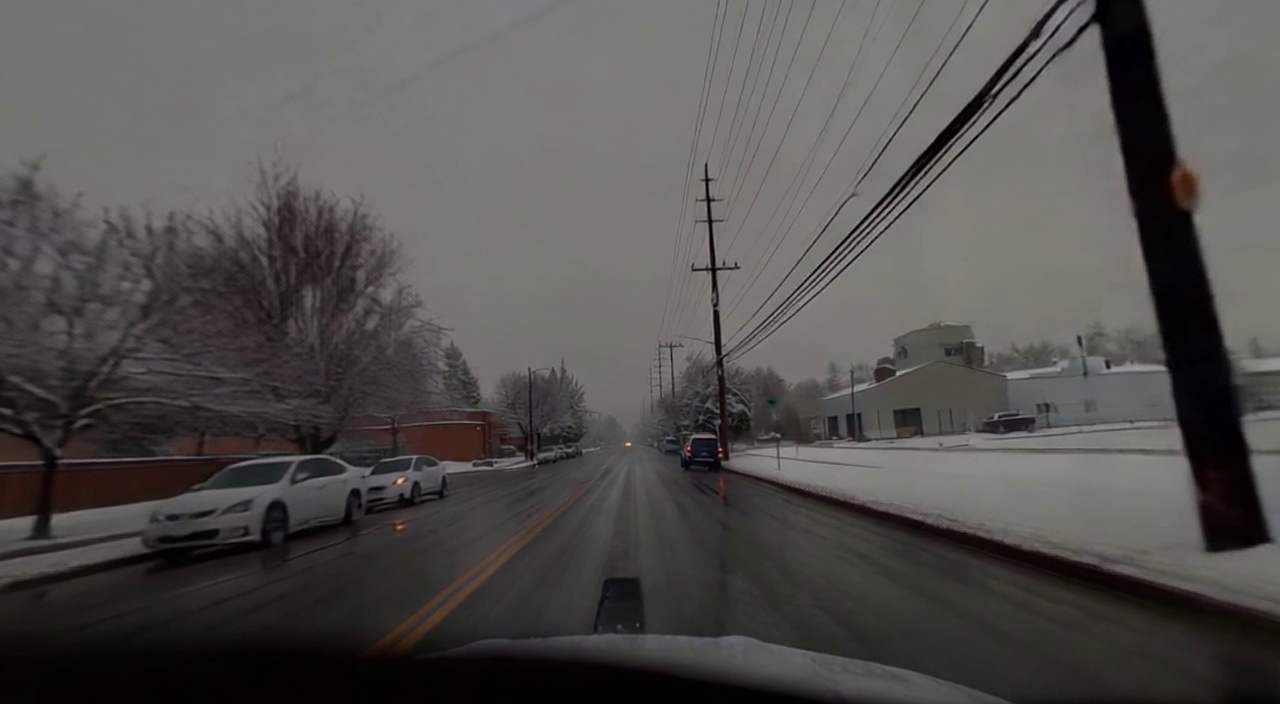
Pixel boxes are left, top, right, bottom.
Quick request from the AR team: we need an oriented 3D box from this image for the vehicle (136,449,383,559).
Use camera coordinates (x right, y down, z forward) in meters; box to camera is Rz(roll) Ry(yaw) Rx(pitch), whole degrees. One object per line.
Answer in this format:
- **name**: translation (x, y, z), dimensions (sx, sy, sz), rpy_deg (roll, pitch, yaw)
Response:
- **vehicle**: translation (-6.622, 2.623, 11.723), dimensions (1.887, 1.460, 4.444), rpy_deg (-4, -8, -1)

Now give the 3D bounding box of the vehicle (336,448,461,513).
- **vehicle**: translation (-6.567, 3.503, 17.696), dimensions (1.804, 1.403, 4.174), rpy_deg (-4, -8, 1)

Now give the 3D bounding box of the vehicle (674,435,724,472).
- **vehicle**: translation (3.113, 5.487, 34.486), dimensions (2.138, 1.820, 5.218), rpy_deg (0, -8, 0)
